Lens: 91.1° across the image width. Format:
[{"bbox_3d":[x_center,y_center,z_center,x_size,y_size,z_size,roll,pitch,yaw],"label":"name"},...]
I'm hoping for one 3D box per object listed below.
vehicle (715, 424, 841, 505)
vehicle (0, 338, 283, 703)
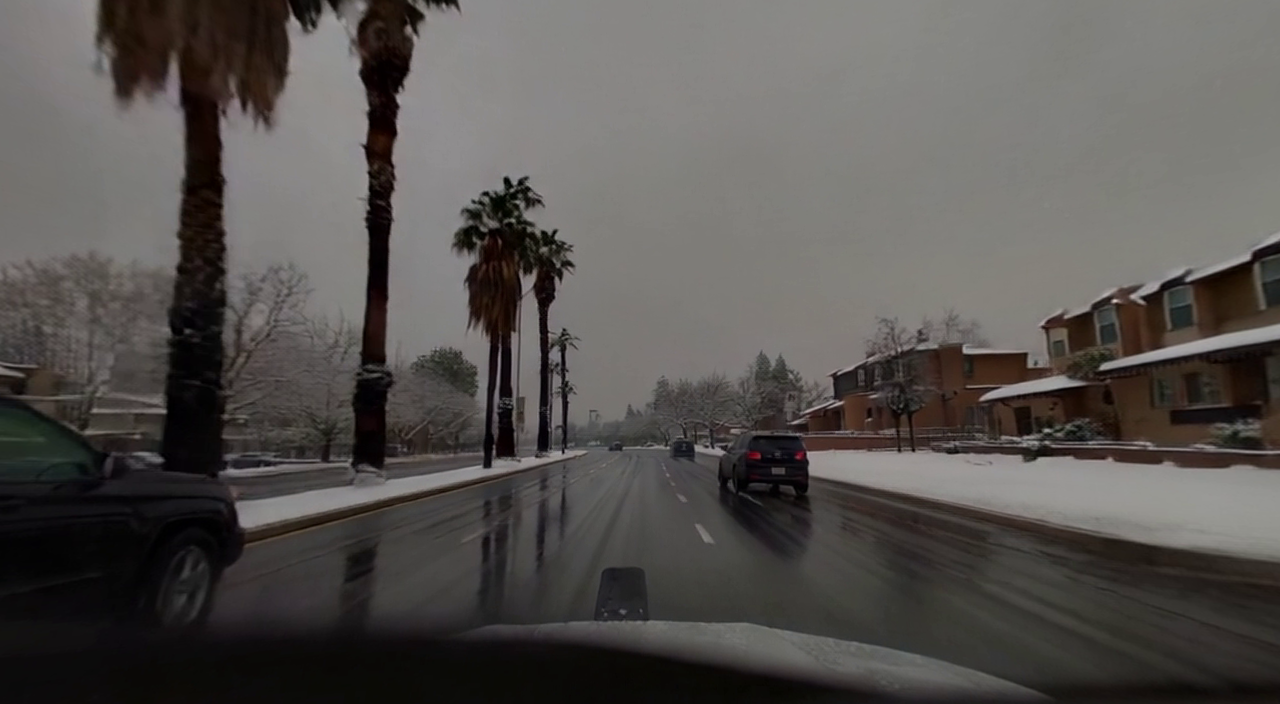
[{"bbox_3d":[3.390,2.885,16.516,2.195,1.804,4.658,0,-9,0],"label":"vehicle"},{"bbox_3d":[-3.935,0.779,2.468,2.150,1.768,4.868,0,-9,0],"label":"vehicle"}]
